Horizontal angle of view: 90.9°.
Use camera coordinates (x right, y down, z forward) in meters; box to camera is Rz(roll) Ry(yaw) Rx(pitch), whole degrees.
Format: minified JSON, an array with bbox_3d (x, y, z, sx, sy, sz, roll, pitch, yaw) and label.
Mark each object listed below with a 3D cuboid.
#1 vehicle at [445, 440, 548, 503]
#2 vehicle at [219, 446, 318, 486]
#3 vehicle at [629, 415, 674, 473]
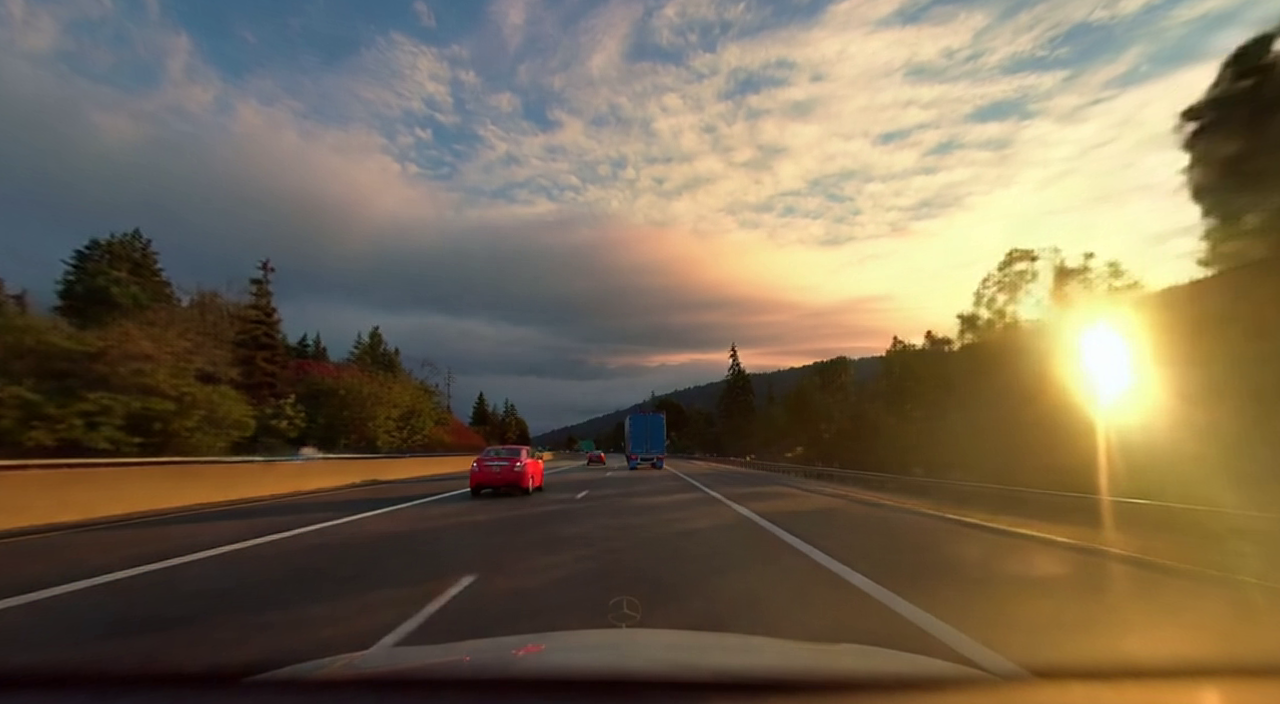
[{"bbox_3d":[-3.973,3.372,18.168,1.977,1.602,3.944,0,-9,1],"label":"vehicle"},{"bbox_3d":[-15.915,4.877,27.248,1.871,1.578,3.906,0,-9,0],"label":"vehicle"},{"bbox_3d":[0.674,6.591,44.811,2.893,3.628,9.081,0,-9,-1],"label":"vehicle"}]
